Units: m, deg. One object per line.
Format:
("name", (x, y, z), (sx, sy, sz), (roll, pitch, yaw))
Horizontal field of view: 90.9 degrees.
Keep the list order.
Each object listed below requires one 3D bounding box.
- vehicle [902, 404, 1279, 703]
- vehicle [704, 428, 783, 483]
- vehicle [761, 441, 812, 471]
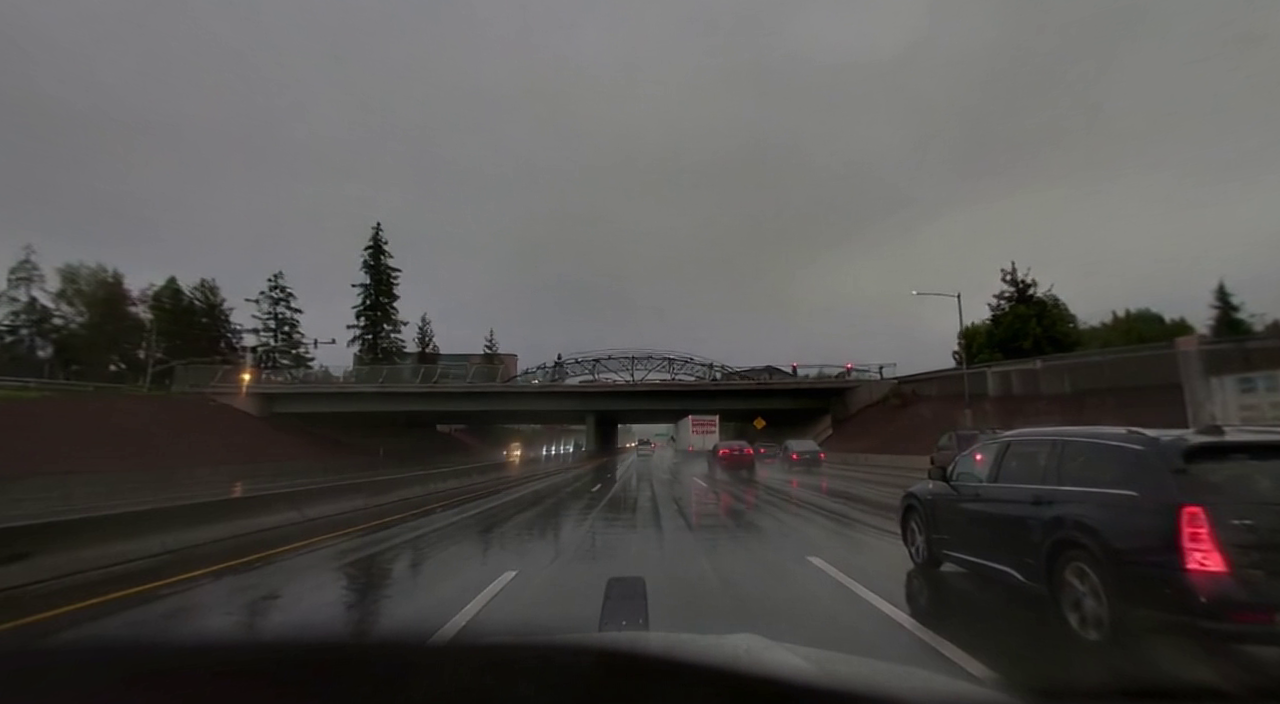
("vehicle", (3.582, 1.174, 4.050), (1.902, 1.481, 4.451), (0, -8, 0))
("vehicle", (3.795, 3.904, 24.036), (2.086, 1.858, 4.737), (0, -8, -1))
("vehicle", (7.642, 5.429, 33.217), (1.828, 1.472, 3.805), (0, -8, 1))
